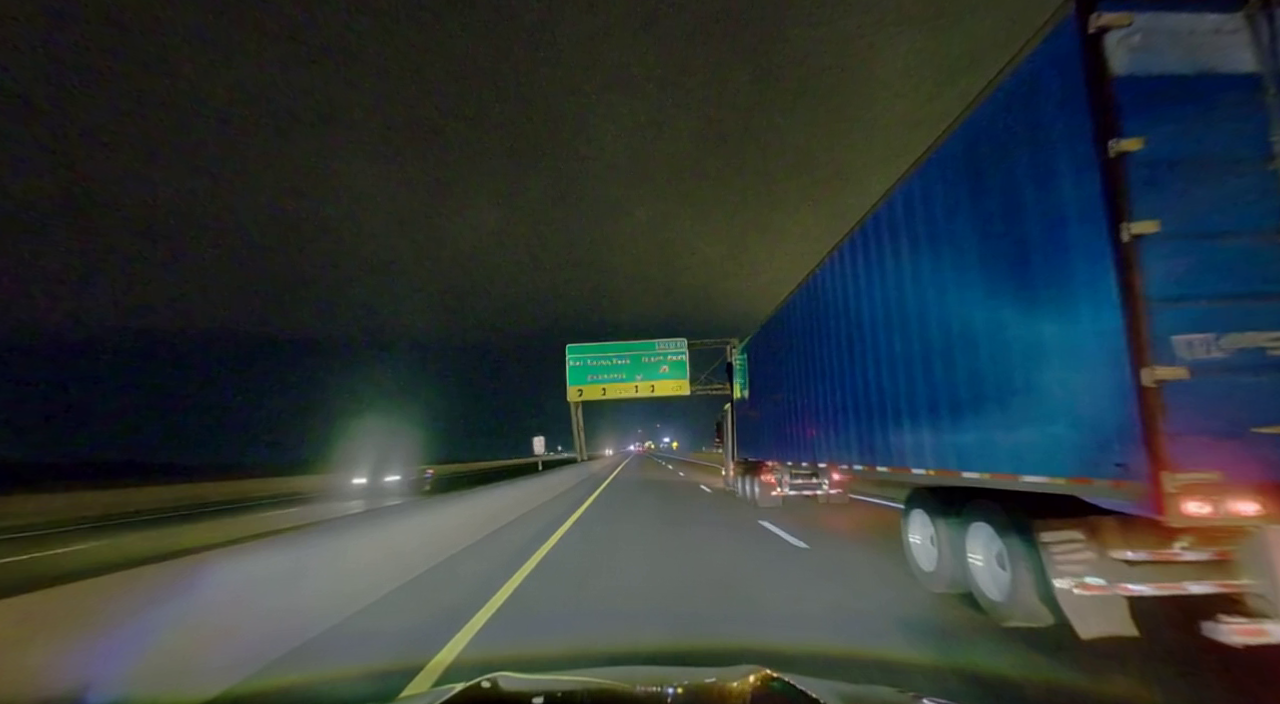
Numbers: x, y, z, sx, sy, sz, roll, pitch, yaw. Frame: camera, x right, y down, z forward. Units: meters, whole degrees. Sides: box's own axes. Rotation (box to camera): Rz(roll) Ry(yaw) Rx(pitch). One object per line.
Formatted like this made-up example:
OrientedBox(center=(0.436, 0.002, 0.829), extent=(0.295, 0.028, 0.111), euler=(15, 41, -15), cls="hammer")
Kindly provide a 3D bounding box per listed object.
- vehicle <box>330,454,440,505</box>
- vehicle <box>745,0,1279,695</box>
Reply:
OrientedBox(center=(-8.634, 4.330, 21.852), extent=(1.928, 1.510, 4.485), euler=(0, -9, 0), cls="vehicle")
OrientedBox(center=(4.291, 0.767, 9.998), extent=(2.937, 4.082, 12.918), euler=(0, -9, 0), cls="vehicle")
